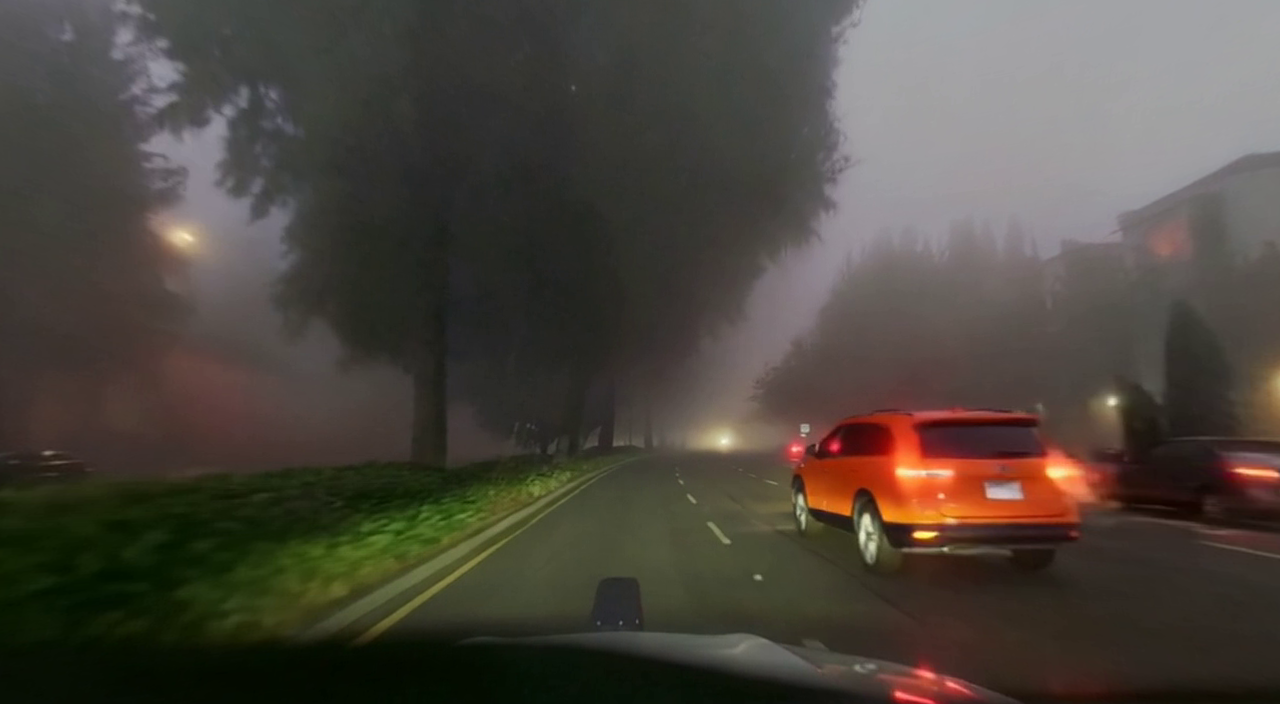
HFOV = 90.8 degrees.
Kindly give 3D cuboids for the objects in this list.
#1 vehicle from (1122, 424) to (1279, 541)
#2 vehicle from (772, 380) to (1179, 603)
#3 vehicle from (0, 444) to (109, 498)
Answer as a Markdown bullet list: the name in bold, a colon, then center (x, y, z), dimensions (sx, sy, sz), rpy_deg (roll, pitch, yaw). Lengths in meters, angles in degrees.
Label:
- **vehicle**: center (10.192, 2.011, 9.634), dimensions (2.037, 1.655, 4.760), rpy_deg (4, -8, 1)
- **vehicle**: center (3.235, 1.475, 7.526), dimensions (2.215, 1.812, 4.569), rpy_deg (0, -9, -1)
- **vehicle**: center (-19.108, 3.655, 19.270), dimensions (1.908, 1.500, 4.470), rpy_deg (-3, -10, 1)
